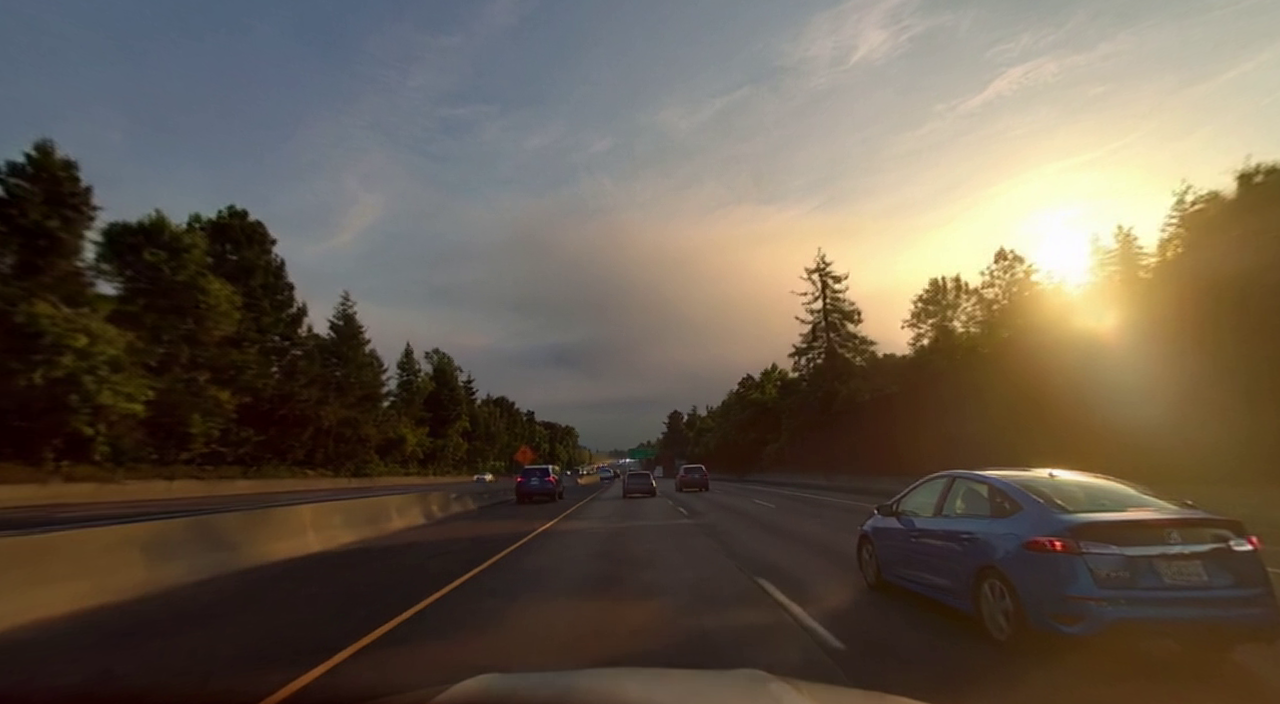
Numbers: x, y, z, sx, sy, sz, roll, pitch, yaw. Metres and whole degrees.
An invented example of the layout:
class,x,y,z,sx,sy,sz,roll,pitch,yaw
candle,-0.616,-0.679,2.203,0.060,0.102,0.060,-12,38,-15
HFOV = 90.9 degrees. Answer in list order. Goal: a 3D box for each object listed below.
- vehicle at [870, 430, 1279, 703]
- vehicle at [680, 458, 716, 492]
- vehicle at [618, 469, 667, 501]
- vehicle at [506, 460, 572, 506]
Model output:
class,x,y,z,sx,sy,sz,roll,pitch,yaw
vehicle,3.594,1.545,5.142,1.938,1.561,3.786,1,-10,-1
vehicle,3.917,8.356,42.880,2.030,2.172,3.621,1,-10,-1
vehicle,0.120,6.473,30.941,2.241,1.425,3.973,1,-10,0
vehicle,-4.118,5.447,26.398,2.021,1.706,4.247,1,-10,0
